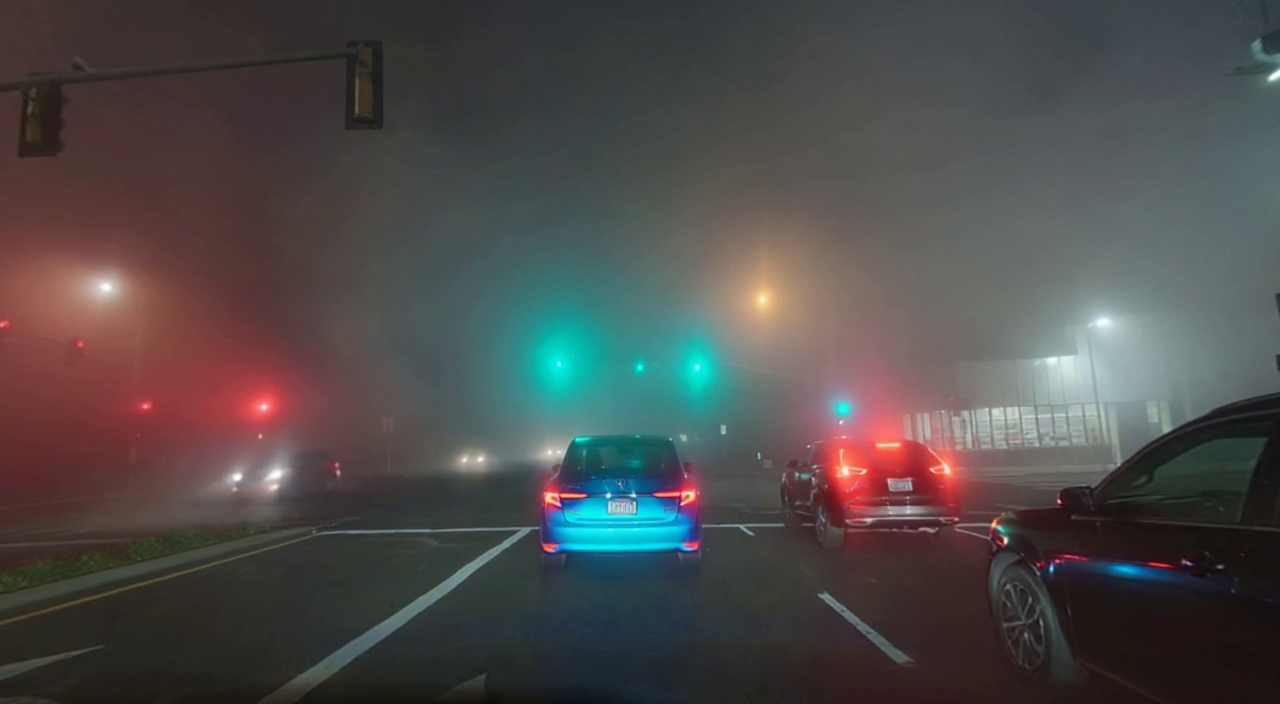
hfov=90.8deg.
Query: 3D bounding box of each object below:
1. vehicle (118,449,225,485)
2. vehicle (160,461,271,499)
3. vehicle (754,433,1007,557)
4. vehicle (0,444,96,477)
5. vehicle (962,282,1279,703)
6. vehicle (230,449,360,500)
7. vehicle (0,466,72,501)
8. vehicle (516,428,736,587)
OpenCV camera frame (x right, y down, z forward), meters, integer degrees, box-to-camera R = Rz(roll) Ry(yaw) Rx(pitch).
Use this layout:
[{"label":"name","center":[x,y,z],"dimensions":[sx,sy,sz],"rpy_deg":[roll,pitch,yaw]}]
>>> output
[{"label":"vehicle","center":[-27.508,6.744,37.349],"dimensions":[2.300,1.932,5.056],"rpy_deg":[-1,-8,2]},{"label":"vehicle","center":[-19.098,5.754,28.697],"dimensions":[1.942,1.453,4.448],"rpy_deg":[0,-9,0]},{"label":"vehicle","center":[3.212,1.999,9.627],"dimensions":[2.009,1.414,4.416],"rpy_deg":[0,-8,-2]},{"label":"vehicle","center":[-35.841,6.410,37.606],"dimensions":[2.145,1.797,5.198],"rpy_deg":[-1,-9,1]},{"label":"vehicle","center":[3.003,0.631,1.605],"dimensions":[2.047,1.785,4.357],"rpy_deg":[0,-8,0]},{"label":"vehicle","center":[-11.640,4.136,21.743],"dimensions":[1.887,1.516,4.524],"rpy_deg":[0,-8,0]},{"label":"vehicle","center":[-28.022,6.067,29.440],"dimensions":[1.972,1.433,4.324],"rpy_deg":[8,-12,-39]},{"label":"vehicle","center":[-0.150,1.778,8.052],"dimensions":[2.095,1.502,3.873],"rpy_deg":[0,-8,0]}]
